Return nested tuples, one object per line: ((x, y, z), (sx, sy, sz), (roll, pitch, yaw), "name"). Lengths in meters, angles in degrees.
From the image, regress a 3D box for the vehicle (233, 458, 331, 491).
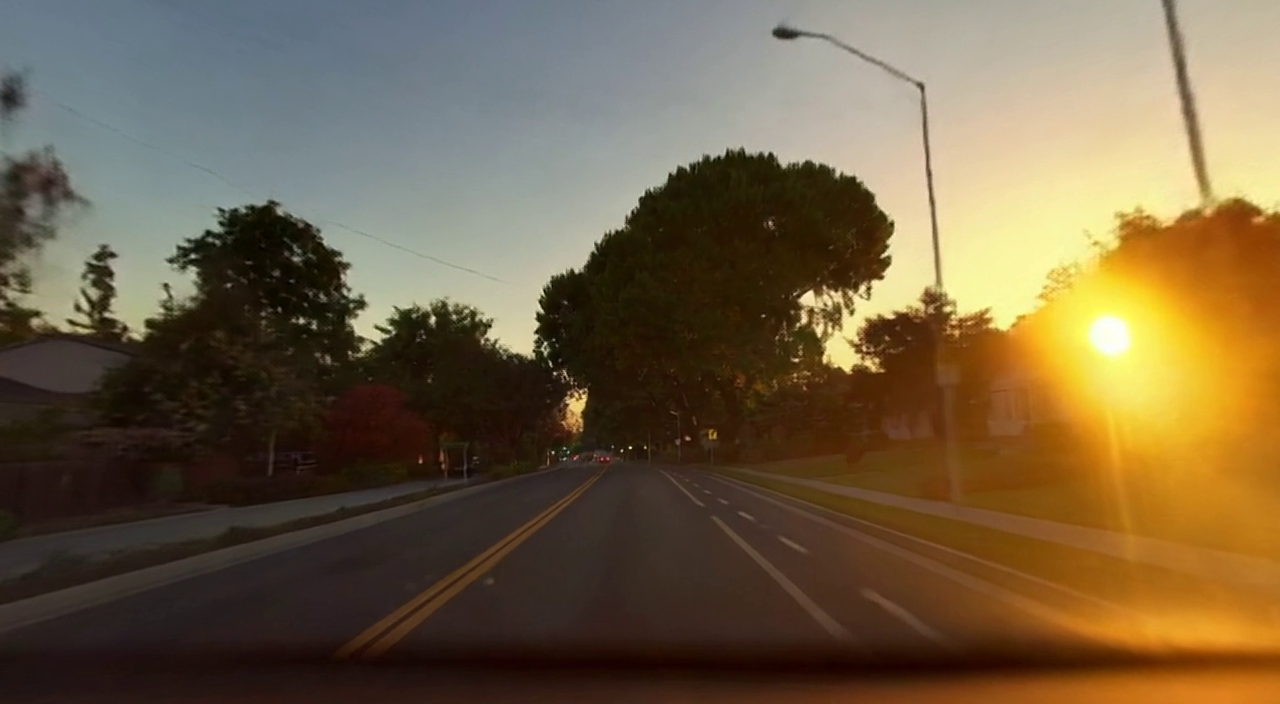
((-20.761, 7.101, 36.645), (4.459, 1.772, 2.011), (-1, -9, 7), "vehicle")
